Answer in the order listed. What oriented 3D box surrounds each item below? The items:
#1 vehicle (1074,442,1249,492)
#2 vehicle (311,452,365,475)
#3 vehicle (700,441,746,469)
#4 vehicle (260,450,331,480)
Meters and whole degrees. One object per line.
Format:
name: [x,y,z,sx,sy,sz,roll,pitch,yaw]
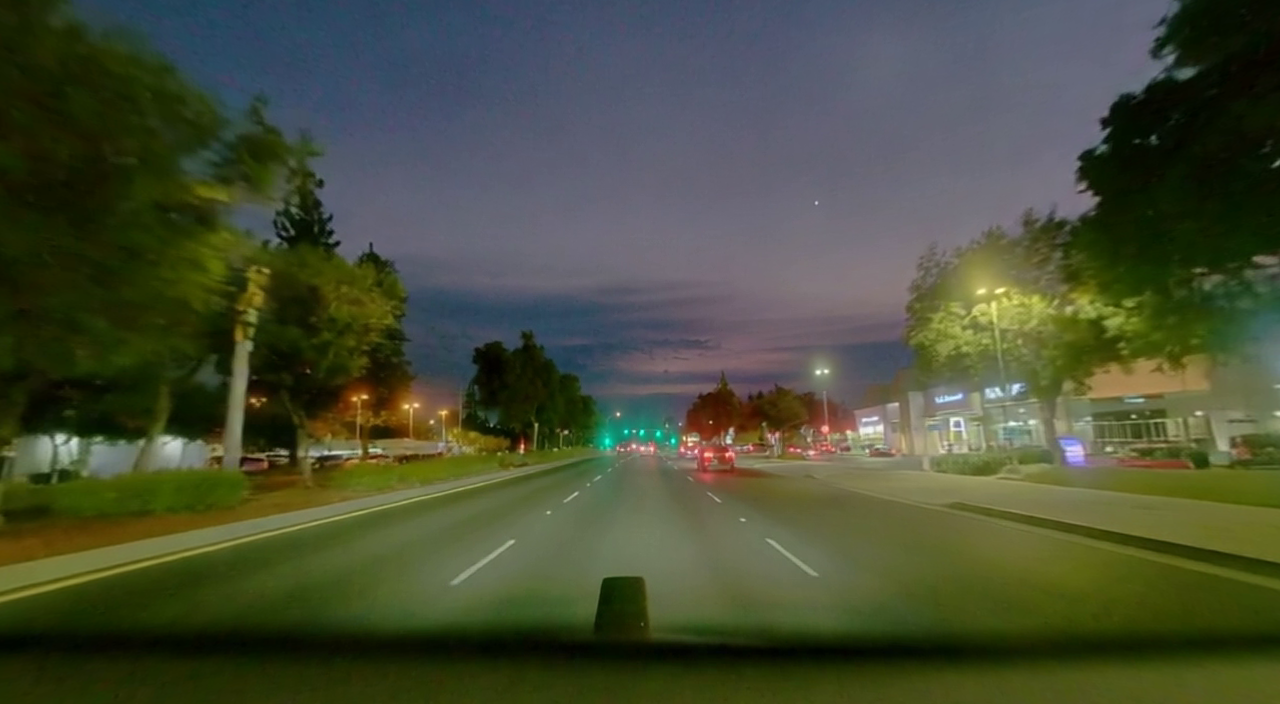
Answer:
vehicle: [17.005,3.752,20.741,3.907,1.540,2.017,0,-8,2]
vehicle: [-22.470,8.288,47.096,1.674,1.483,4.741,-3,-8,1]
vehicle: [4.521,5.693,35.002,1.916,1.459,4.335,0,-8,-1]
vehicle: [-22.276,7.287,41.011,1.939,1.780,5.057,0,-8,-2]
